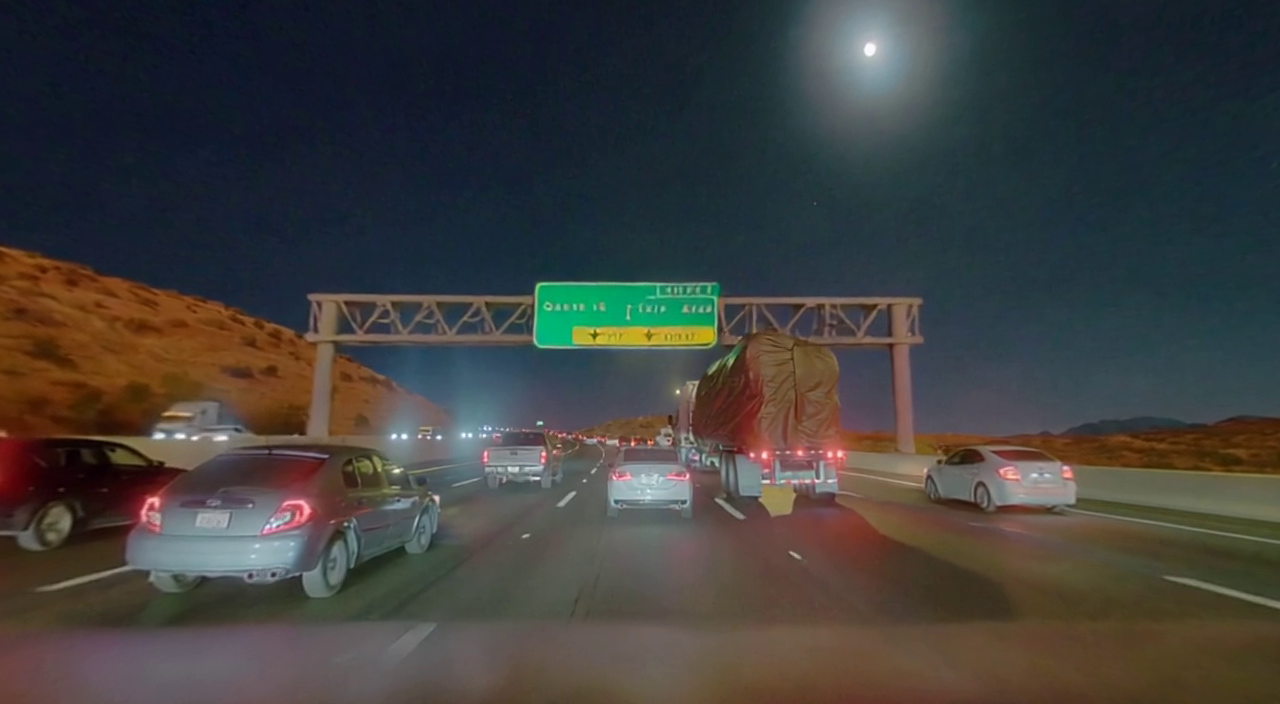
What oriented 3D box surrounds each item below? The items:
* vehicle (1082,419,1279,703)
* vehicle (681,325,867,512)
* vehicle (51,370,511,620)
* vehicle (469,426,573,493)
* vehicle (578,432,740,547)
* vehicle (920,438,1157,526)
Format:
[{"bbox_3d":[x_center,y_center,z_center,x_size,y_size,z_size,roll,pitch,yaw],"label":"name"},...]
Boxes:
[{"bbox_3d":[3.555,0.797,1.107,2.169,1.447,4.817,0,-8,2],"label":"vehicle"},{"bbox_3d":[3.284,2.197,19.339,2.759,4.098,10.906,0,-8,-3],"label":"vehicle"},{"bbox_3d":[-3.294,1.474,7.576,2.318,1.902,5.374,0,-8,0],"label":"vehicle"},{"bbox_3d":[-3.544,3.326,19.969,2.348,1.821,5.061,0,-8,0],"label":"vehicle"},{"bbox_3d":[0.221,2.082,10.263,2.105,1.471,3.978,0,-8,-1],"label":"vehicle"},{"bbox_3d":[7.774,2.530,12.948,2.092,1.495,4.194,0,-8,0],"label":"vehicle"}]
